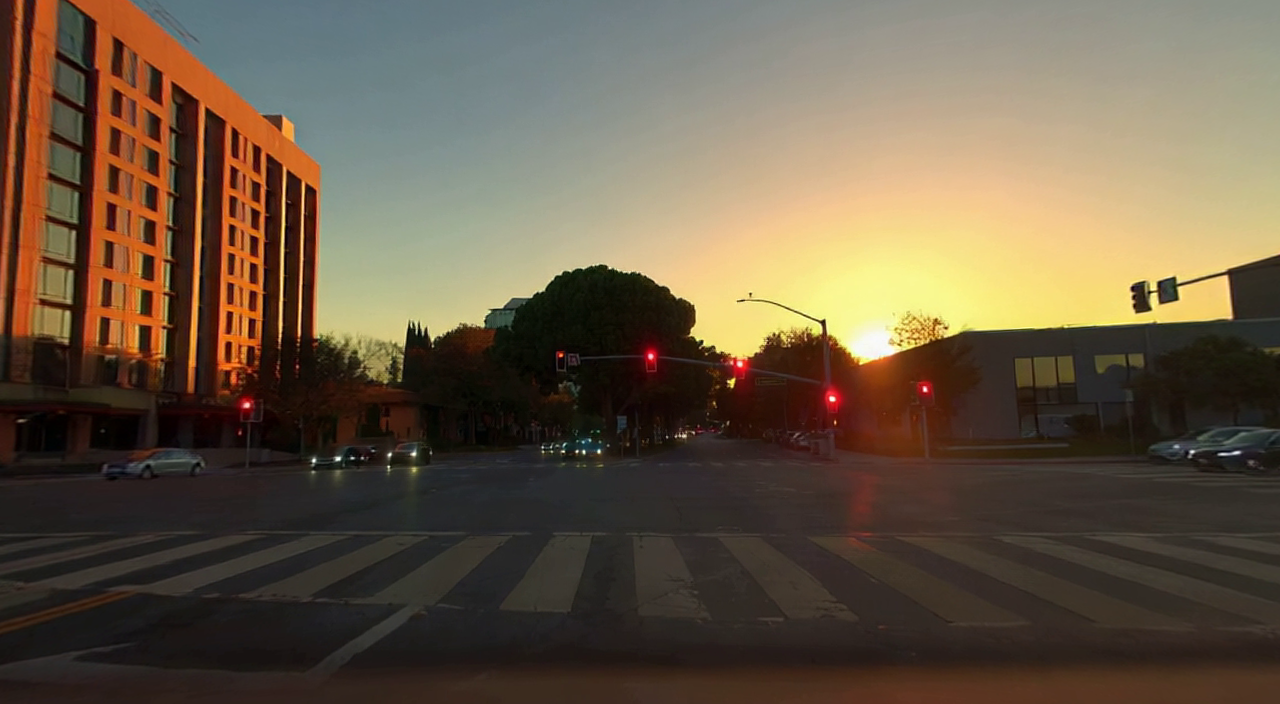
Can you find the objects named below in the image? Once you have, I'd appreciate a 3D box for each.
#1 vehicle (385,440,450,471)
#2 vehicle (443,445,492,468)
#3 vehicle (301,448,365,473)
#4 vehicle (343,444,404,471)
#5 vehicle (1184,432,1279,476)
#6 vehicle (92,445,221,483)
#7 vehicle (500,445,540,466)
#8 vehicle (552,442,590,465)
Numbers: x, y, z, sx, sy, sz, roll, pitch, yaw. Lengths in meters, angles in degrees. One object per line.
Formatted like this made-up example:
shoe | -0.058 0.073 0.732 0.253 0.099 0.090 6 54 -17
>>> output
vehicle | -15.120 7.036 43.157 2.340 1.946 5.450 0 -9 2
vehicle | -11.623 7.072 42.703 1.911 1.476 4.297 -1 -9 2
vehicle | -21.423 7.566 44.129 1.929 1.619 4.577 -1 -9 4
vehicle | -18.544 7.347 44.012 2.237 1.801 4.541 0 -9 1
vehicle | 22.326 3.582 22.235 4.474 1.477 1.908 0 -9 -3
vehicle | -25.350 5.843 33.236 2.032 1.839 4.884 -5 -10 27
vehicle | -8.084 7.006 42.615 1.910 1.321 3.692 0 -9 1
vehicle | -4.518 6.717 41.685 1.954 1.431 4.050 -1 -9 2
